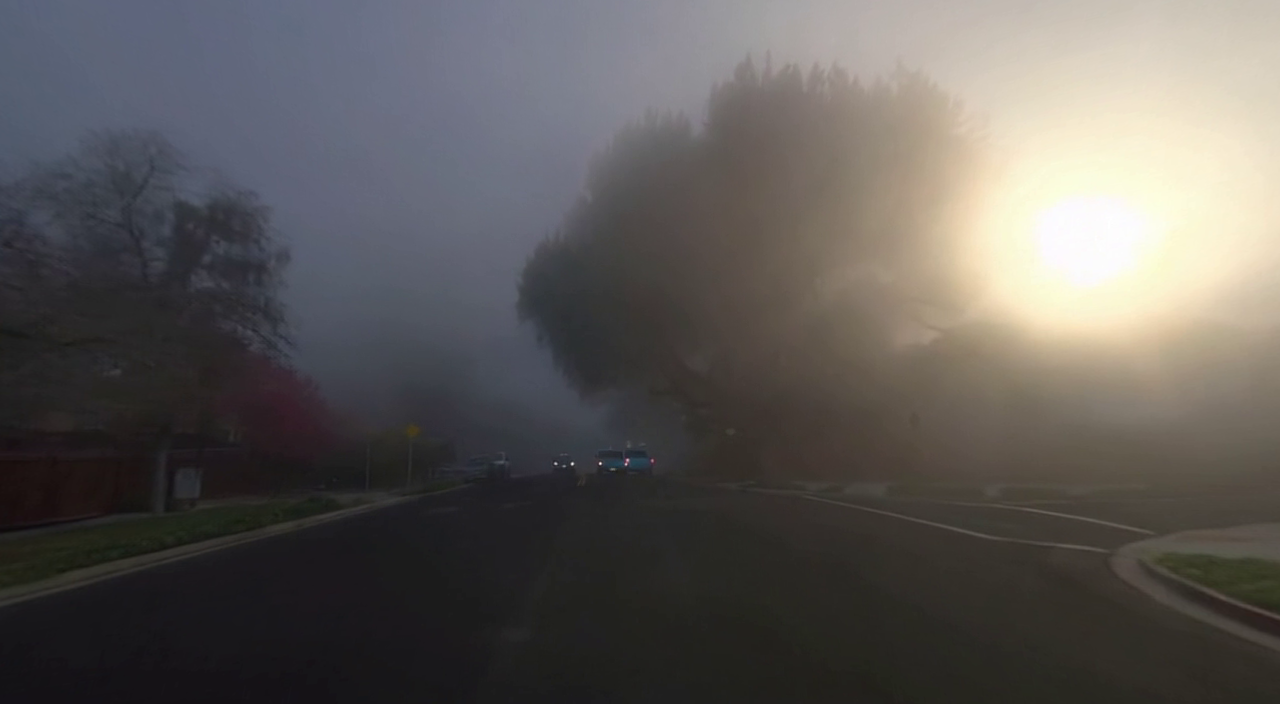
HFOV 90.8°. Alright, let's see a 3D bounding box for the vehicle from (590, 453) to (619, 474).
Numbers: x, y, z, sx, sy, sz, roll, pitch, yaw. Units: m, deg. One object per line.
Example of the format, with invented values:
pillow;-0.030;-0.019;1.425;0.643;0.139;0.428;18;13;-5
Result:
vehicle;-2.674;8.267;47.000;2.064;1.477;3.968;1;-9;-4
